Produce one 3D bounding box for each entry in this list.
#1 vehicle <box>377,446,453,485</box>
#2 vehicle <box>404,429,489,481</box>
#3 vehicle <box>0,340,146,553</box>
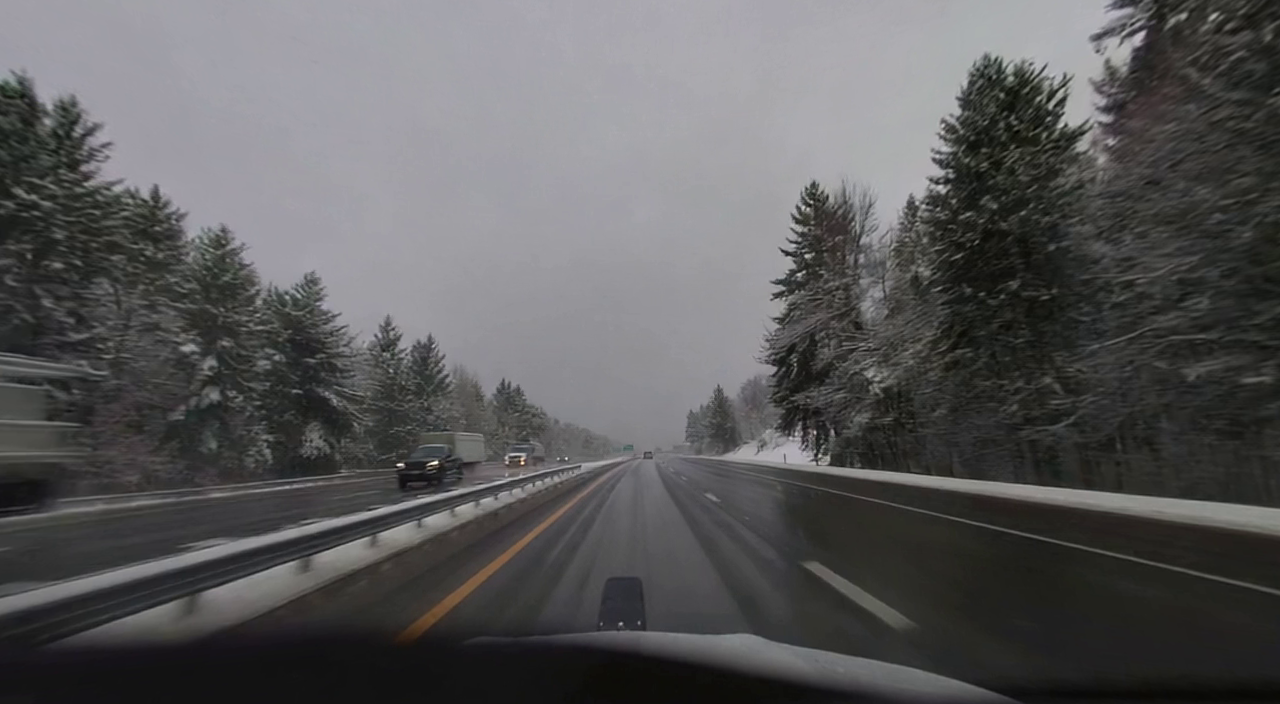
[{"bbox_3d":[-12.691,6.406,35.979,2.498,2.023,4.871,0,-9,0],"label":"vehicle"},{"bbox_3d":[-12.628,6.850,42.148,2.692,3.025,8.751,0,-9,1],"label":"vehicle"},{"bbox_3d":[-13.052,1.447,9.628,2.990,3.800,9.717,0,-9,0],"label":"vehicle"}]
